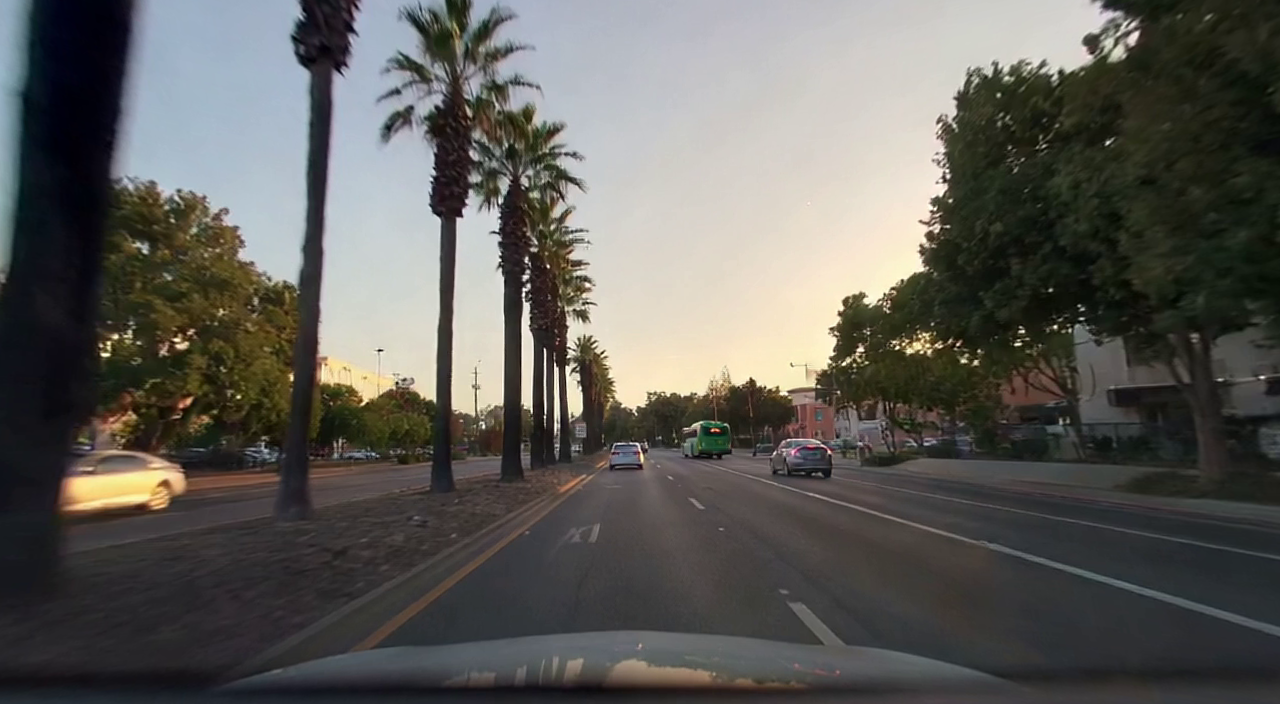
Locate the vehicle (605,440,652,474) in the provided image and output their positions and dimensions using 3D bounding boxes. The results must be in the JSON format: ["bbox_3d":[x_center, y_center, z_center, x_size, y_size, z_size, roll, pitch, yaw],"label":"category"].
[{"bbox_3d":[-0.485,4.890,29.619,2.065,1.477,4.306,0,-9,0],"label":"vehicle"}]

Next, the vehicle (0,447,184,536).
[{"bbox_3d":[-11.734,2.648,12.575,1.925,1.488,4.485,0,-9,0],"label":"vehicle"}]

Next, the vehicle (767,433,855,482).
[{"bbox_3d":[6.287,3.926,23.716,2.031,1.670,4.154,0,-9,-1],"label":"vehicle"}]
